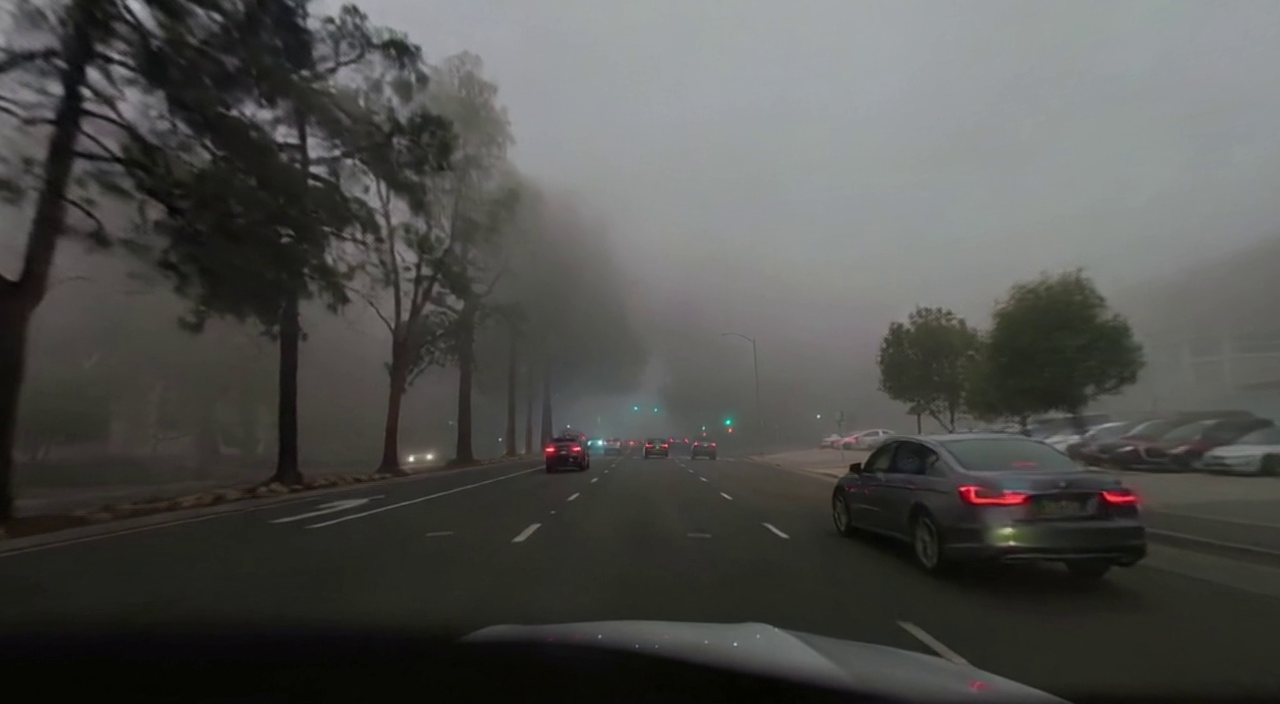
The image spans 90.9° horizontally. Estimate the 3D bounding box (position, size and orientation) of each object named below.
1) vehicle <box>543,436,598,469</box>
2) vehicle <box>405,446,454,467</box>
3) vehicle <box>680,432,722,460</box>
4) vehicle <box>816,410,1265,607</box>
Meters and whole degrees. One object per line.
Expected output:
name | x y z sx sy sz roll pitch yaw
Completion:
vehicle | -3.326 4.911 31.053 2.049 1.485 4.656 0 -9 1
vehicle | -15.299 7.605 46.113 1.901 1.438 4.557 0 -9 1
vehicle | 3.787 5.961 39.795 2.137 1.646 4.488 0 -9 -1
vehicle | 3.725 1.547 7.187 2.128 1.502 4.572 0 -9 0
